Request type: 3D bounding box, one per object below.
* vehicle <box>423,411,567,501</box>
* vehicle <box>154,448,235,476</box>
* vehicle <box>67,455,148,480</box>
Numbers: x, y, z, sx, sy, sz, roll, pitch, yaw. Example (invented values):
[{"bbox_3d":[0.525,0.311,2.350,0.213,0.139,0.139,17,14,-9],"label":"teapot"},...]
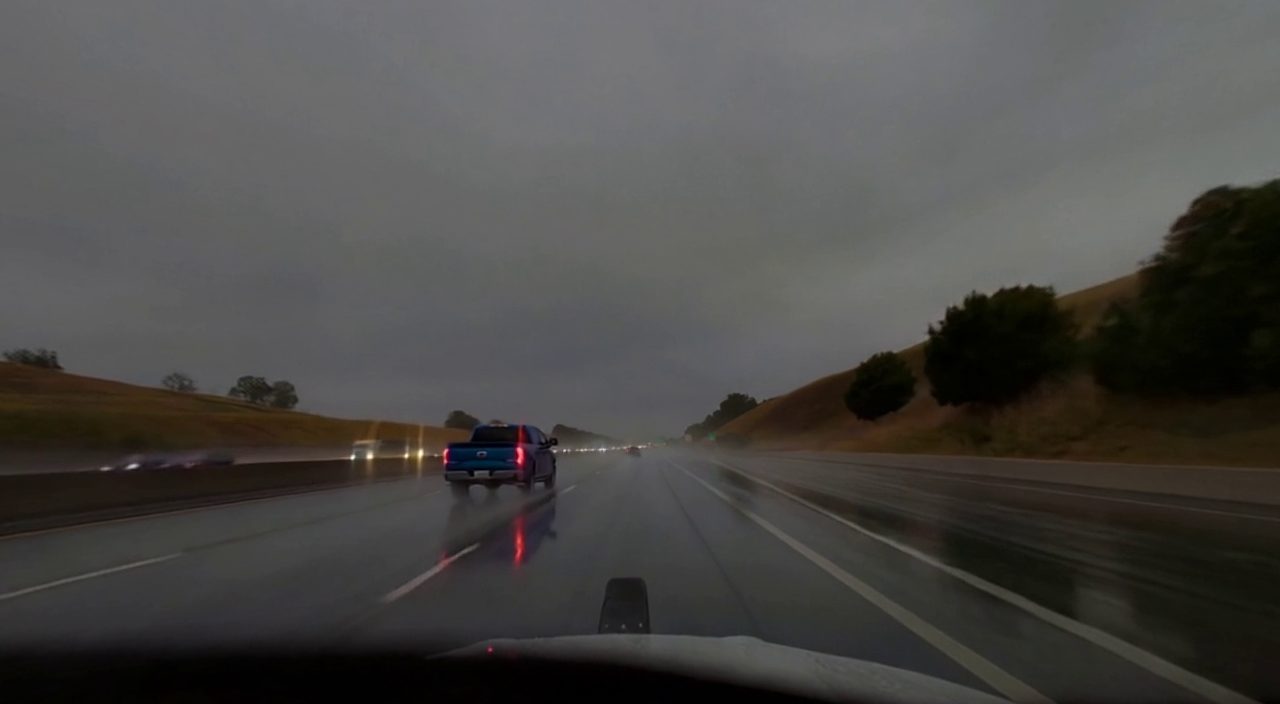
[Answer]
[{"bbox_3d":[-3.748,2.881,17.871,2.601,2.084,6.068,0,-8,1],"label":"vehicle"},{"bbox_3d":[-29.561,7.287,42.077,1.954,1.704,4.656,0,-8,0],"label":"vehicle"},{"bbox_3d":[-39.692,8.586,47.140,2.012,1.686,4.608,0,-8,-1],"label":"vehicle"}]
